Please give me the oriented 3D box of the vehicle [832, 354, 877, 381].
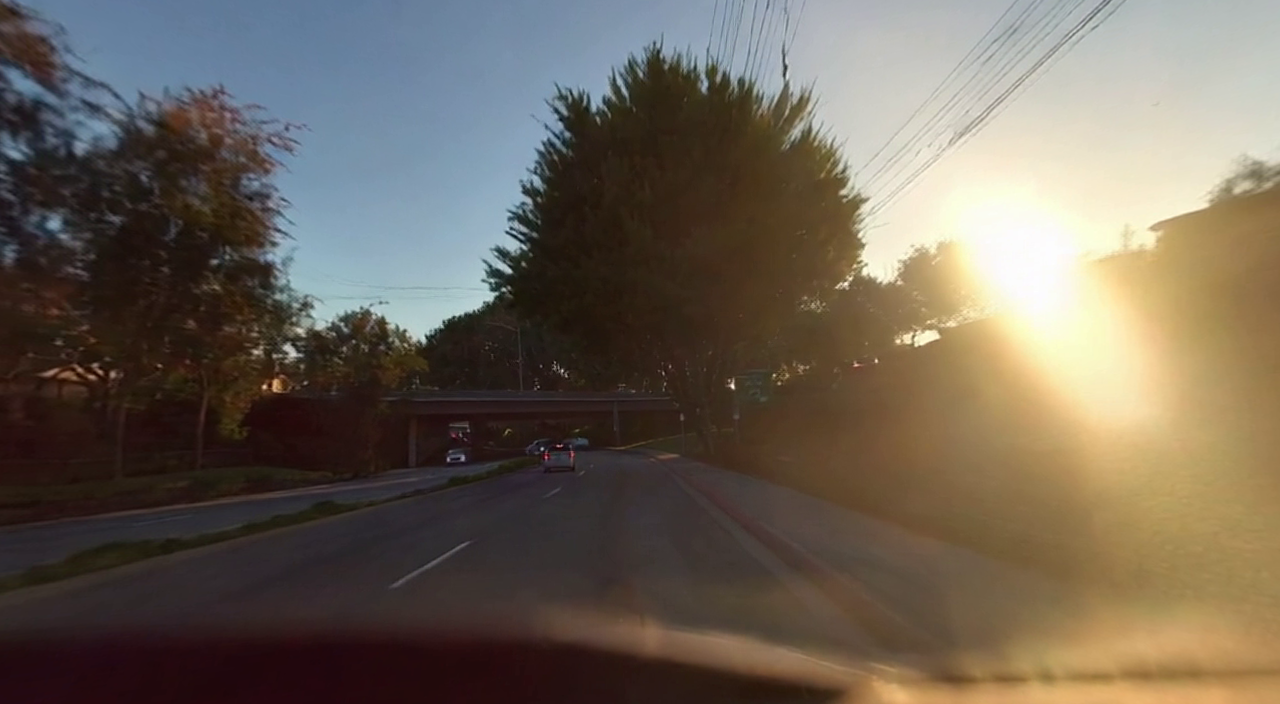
[{"bbox_3d":[15.810,1.219,46.815,2.058,1.475,4.587,2,-7,4],"label":"vehicle"}]
